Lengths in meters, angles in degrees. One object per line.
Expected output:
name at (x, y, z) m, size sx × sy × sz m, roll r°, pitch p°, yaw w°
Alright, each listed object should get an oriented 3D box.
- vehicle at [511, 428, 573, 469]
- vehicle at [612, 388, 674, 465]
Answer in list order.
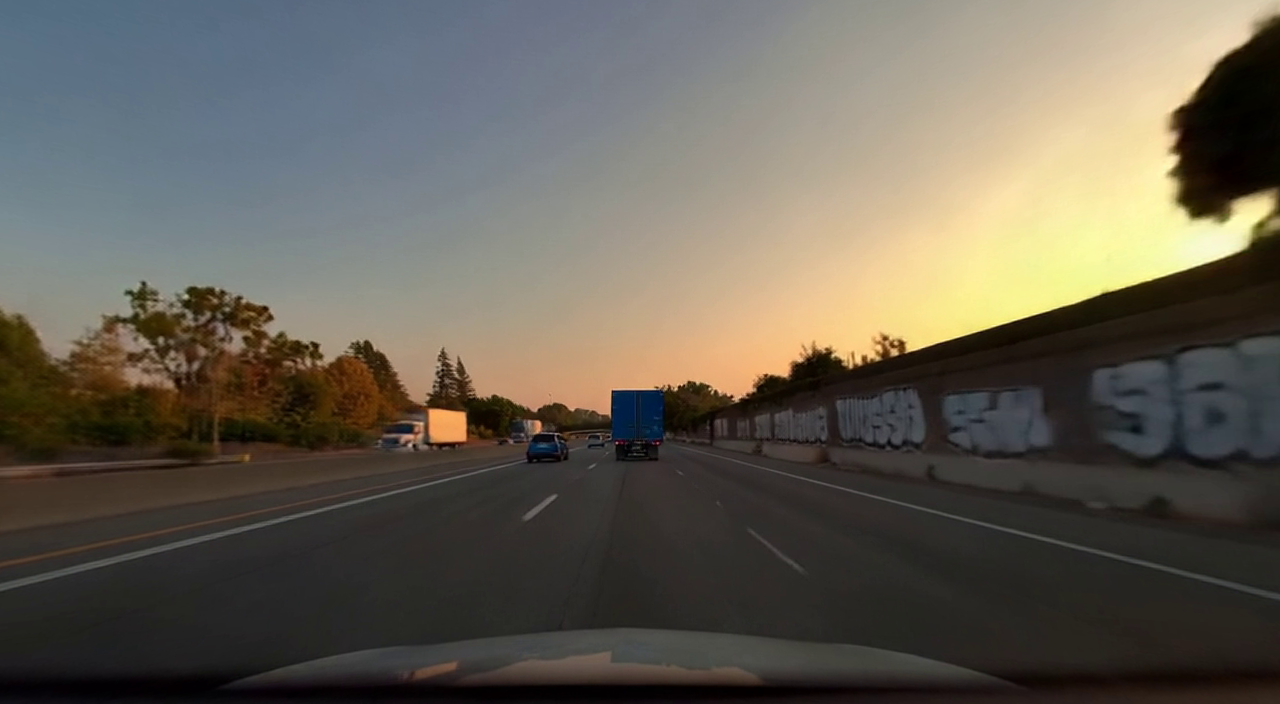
vehicle at (-4.217, 4.224, 27.816) m, size 2.058 × 1.645 × 4.130 m, roll 0°, pitch -8°, yaw 0°
vehicle at (0.047, 4.173, 34.792) m, size 2.927 × 3.649 × 9.443 m, roll 0°, pitch -8°, yaw -1°
